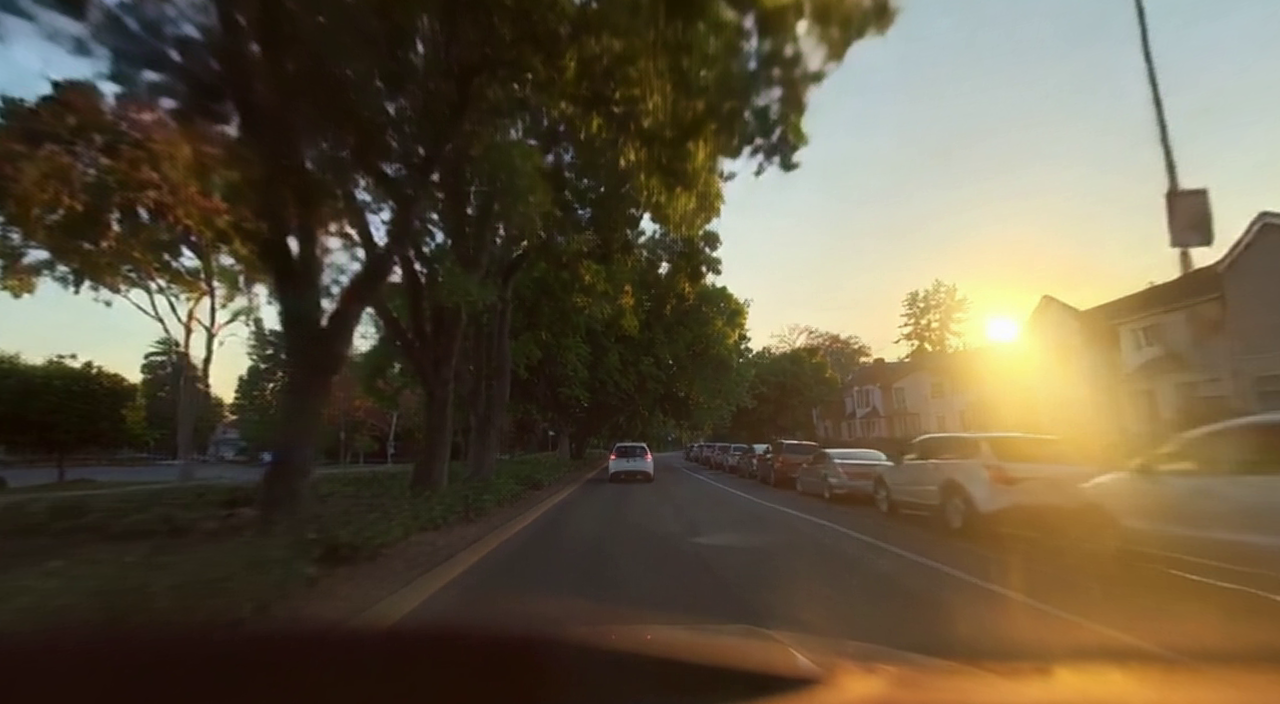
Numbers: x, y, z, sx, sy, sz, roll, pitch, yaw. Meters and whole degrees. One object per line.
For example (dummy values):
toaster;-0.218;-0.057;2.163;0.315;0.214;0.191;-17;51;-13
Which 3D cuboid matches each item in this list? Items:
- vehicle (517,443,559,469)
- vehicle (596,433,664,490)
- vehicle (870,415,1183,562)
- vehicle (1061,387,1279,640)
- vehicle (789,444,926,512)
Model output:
vehicle;-6.038;6.202;37.914;2.105;1.474;4.808;0;-9;-4
vehicle;-0.342;3.607;21.129;2.070;1.698;3.925;0;-9;-1
vehicle;5.878;2.117;10.630;1.994;1.853;4.924;0;-9;-2
vehicle;5.862;1.221;4.810;2.139;1.872;4.585;0;-9;1
vehicle;5.333;3.117;16.157;2.005;1.499;4.108;0;-9;0
